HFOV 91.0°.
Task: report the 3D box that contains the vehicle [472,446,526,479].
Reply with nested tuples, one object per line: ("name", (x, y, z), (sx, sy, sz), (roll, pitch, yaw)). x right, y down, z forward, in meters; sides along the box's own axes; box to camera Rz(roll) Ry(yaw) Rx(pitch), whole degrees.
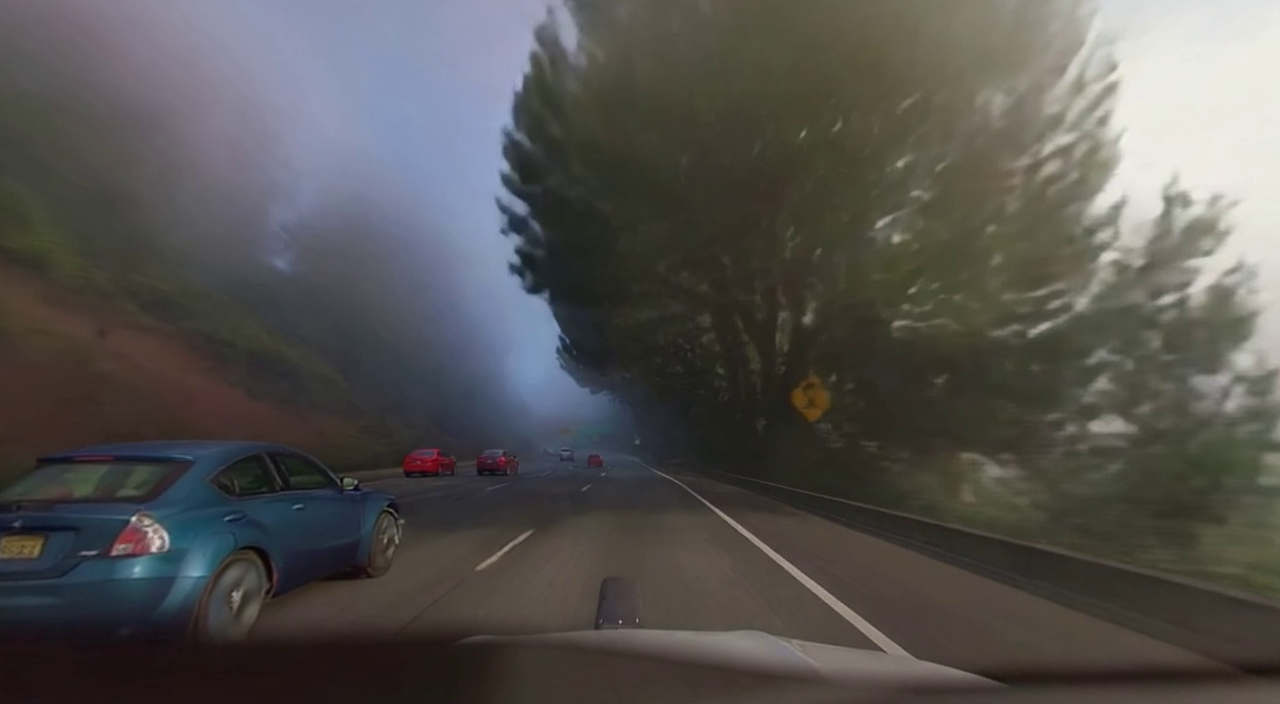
("vehicle", (-7.576, 5.965, 34.252), (2.060, 1.680, 4.255), (0, -9, -1))

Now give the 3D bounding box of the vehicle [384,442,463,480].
("vehicle", (-11.845, 6.012, 34.975), (2.425, 1.926, 5.584), (0, -9, -1))
